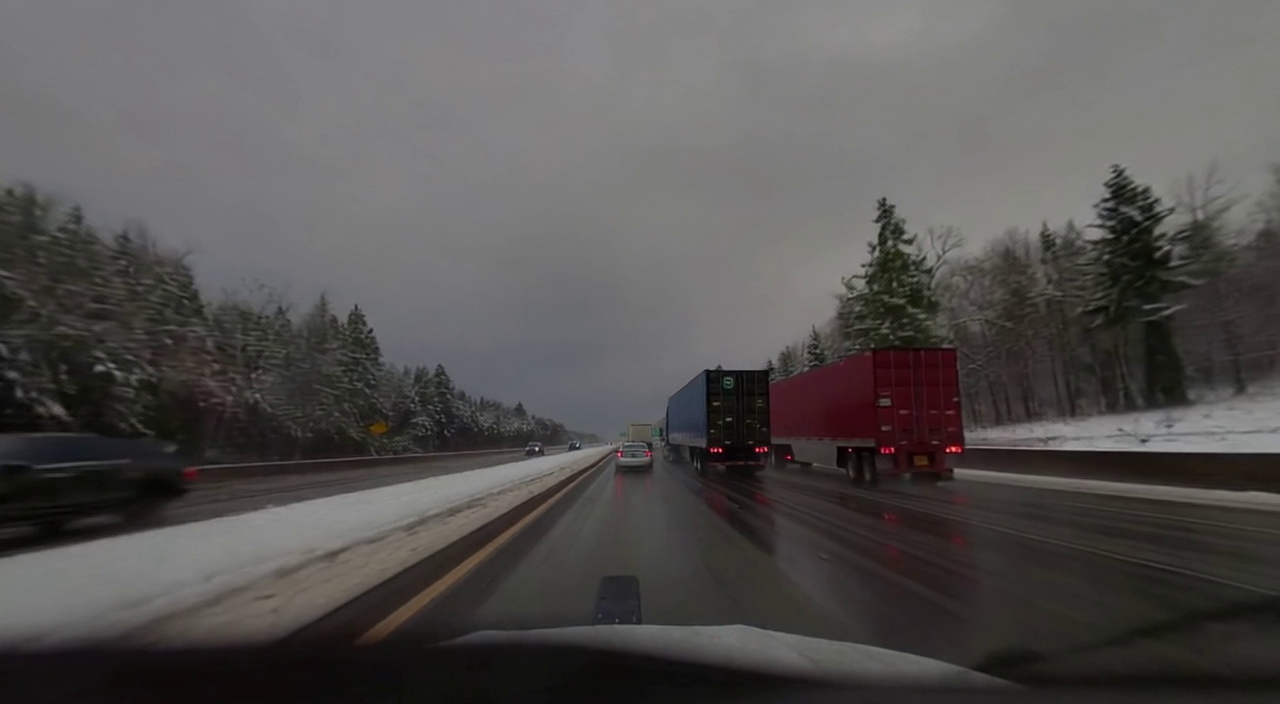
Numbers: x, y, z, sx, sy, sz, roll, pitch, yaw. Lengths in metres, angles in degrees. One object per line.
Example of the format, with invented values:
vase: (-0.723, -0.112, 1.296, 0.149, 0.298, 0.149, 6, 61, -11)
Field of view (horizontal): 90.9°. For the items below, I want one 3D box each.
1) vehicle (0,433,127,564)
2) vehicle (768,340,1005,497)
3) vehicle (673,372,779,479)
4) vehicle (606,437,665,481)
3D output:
vehicle: (-8.282, 1.673, 7.146, 1.841, 1.488, 3.664, 0, -8, -1)
vehicle: (7.894, 2.661, 23.628, 2.876, 4.111, 14.145, 0, -8, -1)
vehicle: (3.671, 3.740, 31.249, 2.888, 4.099, 14.183, 0, -8, -2)
vehicle: (-0.207, 3.953, 23.660, 2.038, 1.477, 3.773, 0, -8, -2)
